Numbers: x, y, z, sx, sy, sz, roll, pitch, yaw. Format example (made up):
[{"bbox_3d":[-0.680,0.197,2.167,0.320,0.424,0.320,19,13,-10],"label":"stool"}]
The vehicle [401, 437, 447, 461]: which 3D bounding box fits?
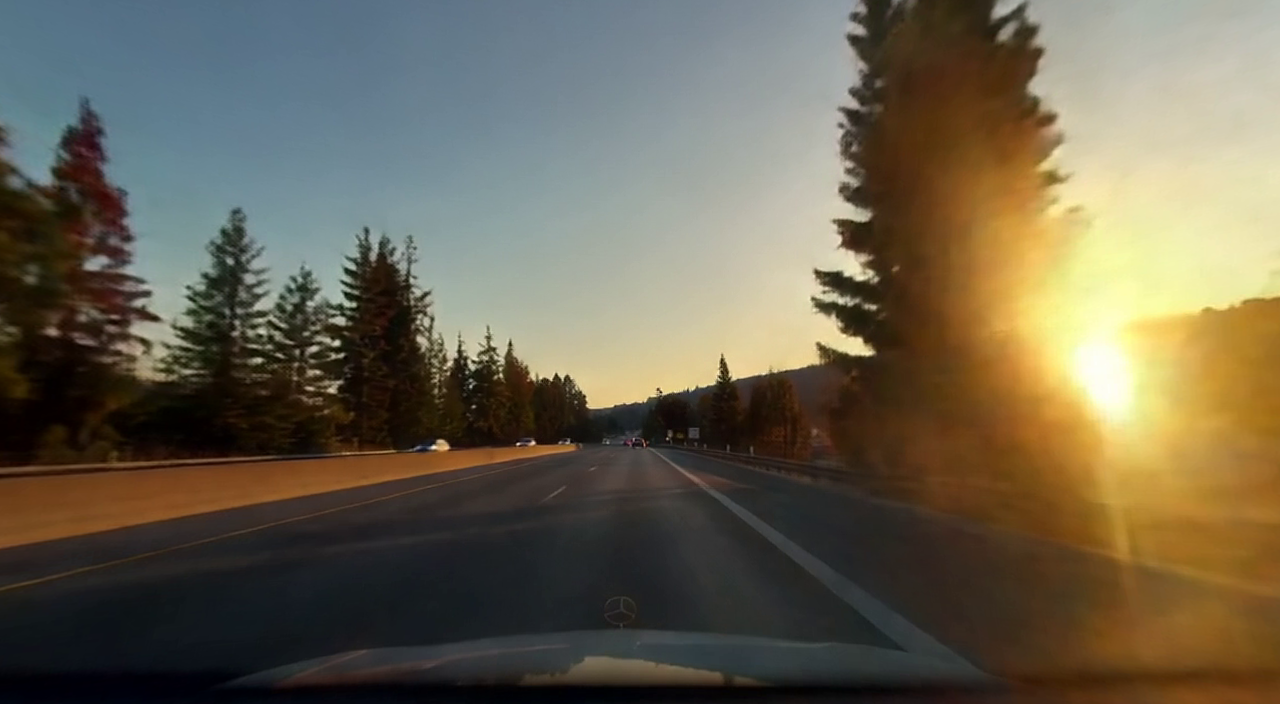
[{"bbox_3d":[-16.299,7.315,47.666,1.914,1.668,4.316,0,-8,0],"label":"vehicle"}]
